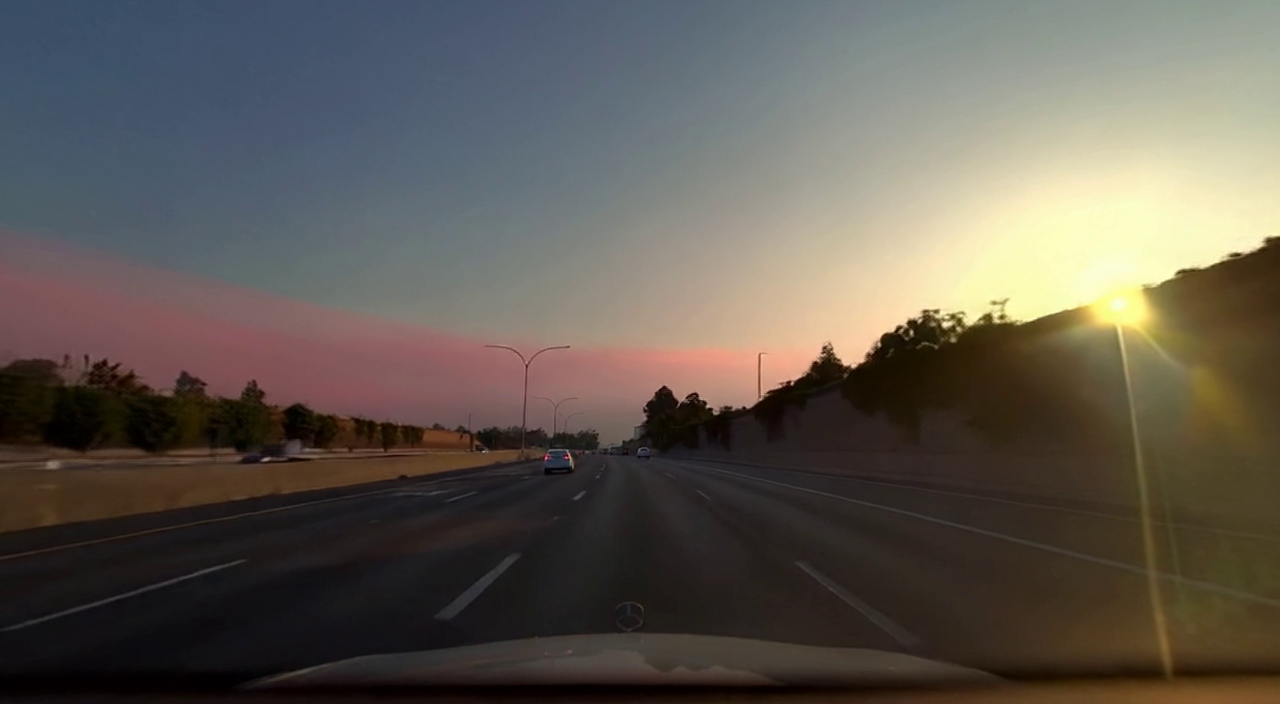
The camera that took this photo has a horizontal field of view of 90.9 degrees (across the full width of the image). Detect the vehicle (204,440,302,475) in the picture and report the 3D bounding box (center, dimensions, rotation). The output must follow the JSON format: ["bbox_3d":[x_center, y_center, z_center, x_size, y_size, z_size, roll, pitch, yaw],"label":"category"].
[{"bbox_3d":[-18.554,5.073,30.511,1.977,1.538,4.458,0,-9,-1],"label":"vehicle"}]

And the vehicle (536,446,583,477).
[{"bbox_3d":[-4.145,5.721,33.142,2.014,1.481,4.156,0,-8,-2],"label":"vehicle"}]
